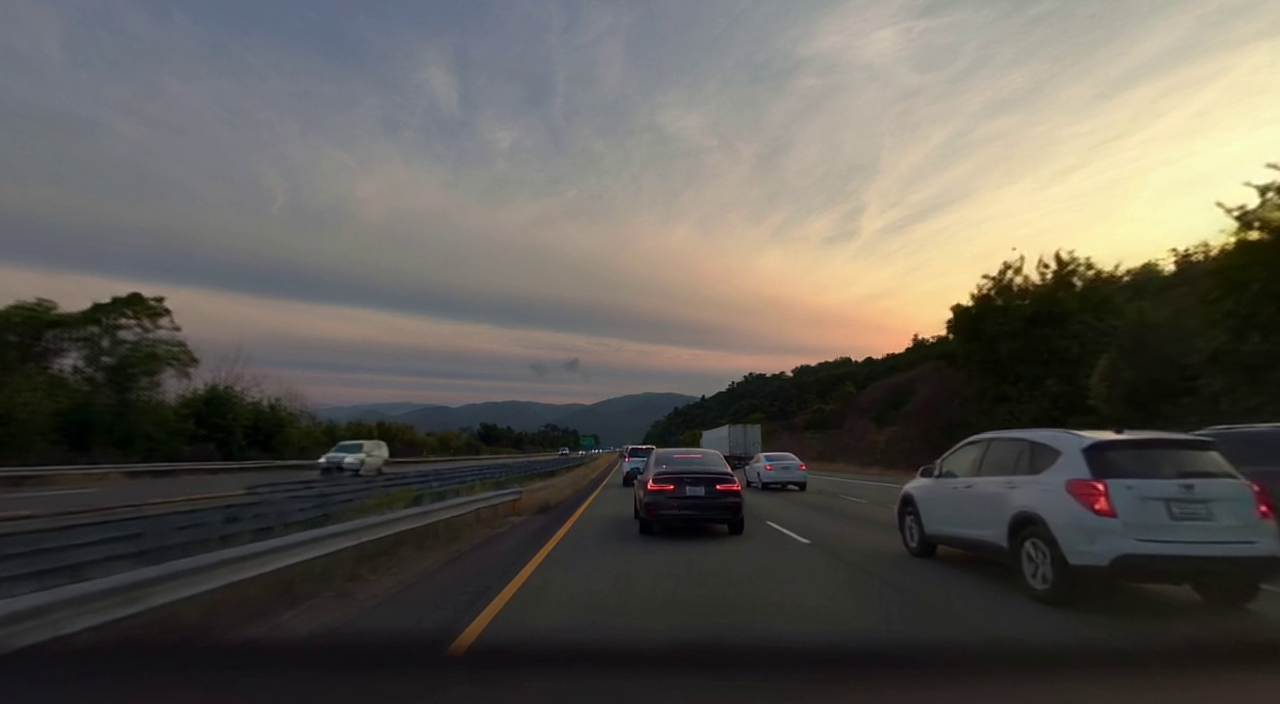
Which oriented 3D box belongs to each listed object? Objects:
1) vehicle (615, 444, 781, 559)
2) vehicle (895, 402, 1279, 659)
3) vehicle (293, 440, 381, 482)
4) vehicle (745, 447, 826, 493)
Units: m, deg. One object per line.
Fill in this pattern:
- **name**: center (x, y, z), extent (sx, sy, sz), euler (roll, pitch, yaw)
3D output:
- **vehicle**: center (0.702, 2.194, 9.906), extent (2.094, 1.426, 3.725), euler (0, -9, -1)
- **vehicle**: center (4.625, 1.522, 6.487), extent (1.998, 1.657, 4.604), euler (0, -9, -1)
- **vehicle**: center (-12.163, 4.385, 25.548), extent (1.744, 1.527, 3.666), euler (0, -9, -1)
- **vehicle**: center (5.223, 4.276, 23.221), extent (1.908, 1.500, 4.157), euler (0, -9, -2)
